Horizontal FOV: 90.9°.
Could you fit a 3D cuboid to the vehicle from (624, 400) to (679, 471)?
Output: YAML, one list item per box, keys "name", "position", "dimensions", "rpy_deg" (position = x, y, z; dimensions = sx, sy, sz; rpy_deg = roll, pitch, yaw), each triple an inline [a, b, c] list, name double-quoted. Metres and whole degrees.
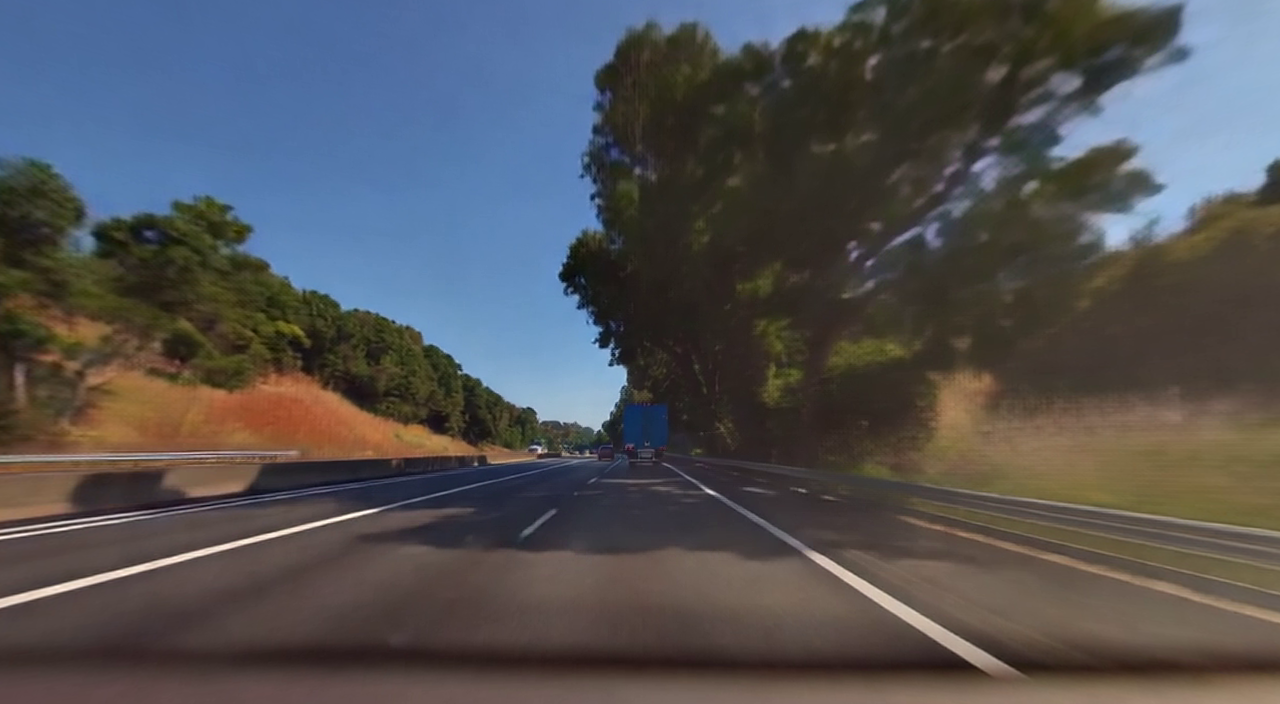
- name: "vehicle"
  position: [0.510, 5.607, 41.424]
  dimensions: [3.055, 4.009, 10.972]
  rpy_deg: [0, -9, -2]
